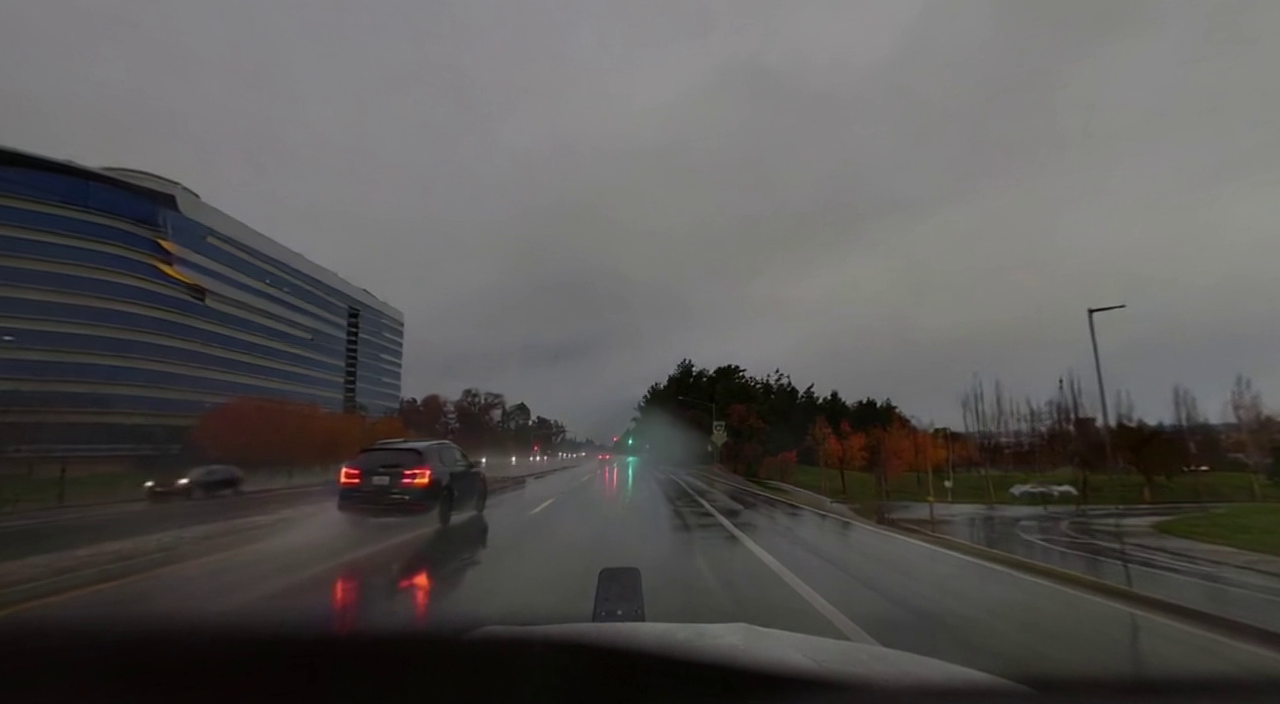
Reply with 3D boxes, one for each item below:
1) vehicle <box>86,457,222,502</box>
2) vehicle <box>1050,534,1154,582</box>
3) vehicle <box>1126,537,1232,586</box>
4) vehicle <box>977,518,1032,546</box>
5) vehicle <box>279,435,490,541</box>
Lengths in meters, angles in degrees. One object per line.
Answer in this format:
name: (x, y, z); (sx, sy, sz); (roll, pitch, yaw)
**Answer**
vehicle: (-21.073, 5.521, 27.752); (1.982, 1.690, 4.893); (0, -8, 1)
vehicle: (23.952, 10.658, 32.994); (1.993, 1.688, 4.523); (1, -9, 0)
vehicle: (26.541, 10.320, 31.298); (1.914, 1.715, 3.814); (-1, -9, 2)
vehicle: (27.121, 13.379, 47.102); (1.685, 1.470, 4.006); (0, -8, 0)
vehicle: (-4.323, 2.337, 11.664); (1.936, 1.536, 4.627); (0, -8, 0)
